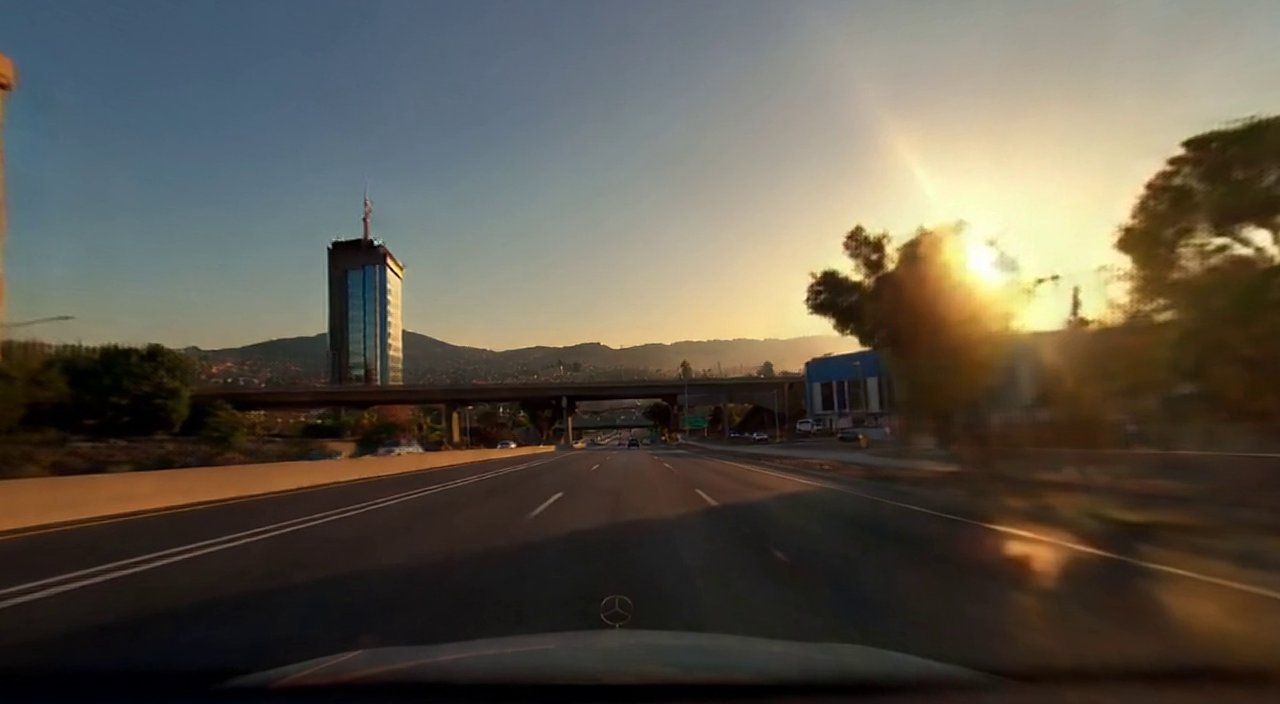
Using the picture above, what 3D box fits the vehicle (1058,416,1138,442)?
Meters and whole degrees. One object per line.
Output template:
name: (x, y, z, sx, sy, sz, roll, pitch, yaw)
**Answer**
vehicle: (29.695, 5.056, 41.027, 1.970, 1.474, 4.550, -5, -8, 4)
